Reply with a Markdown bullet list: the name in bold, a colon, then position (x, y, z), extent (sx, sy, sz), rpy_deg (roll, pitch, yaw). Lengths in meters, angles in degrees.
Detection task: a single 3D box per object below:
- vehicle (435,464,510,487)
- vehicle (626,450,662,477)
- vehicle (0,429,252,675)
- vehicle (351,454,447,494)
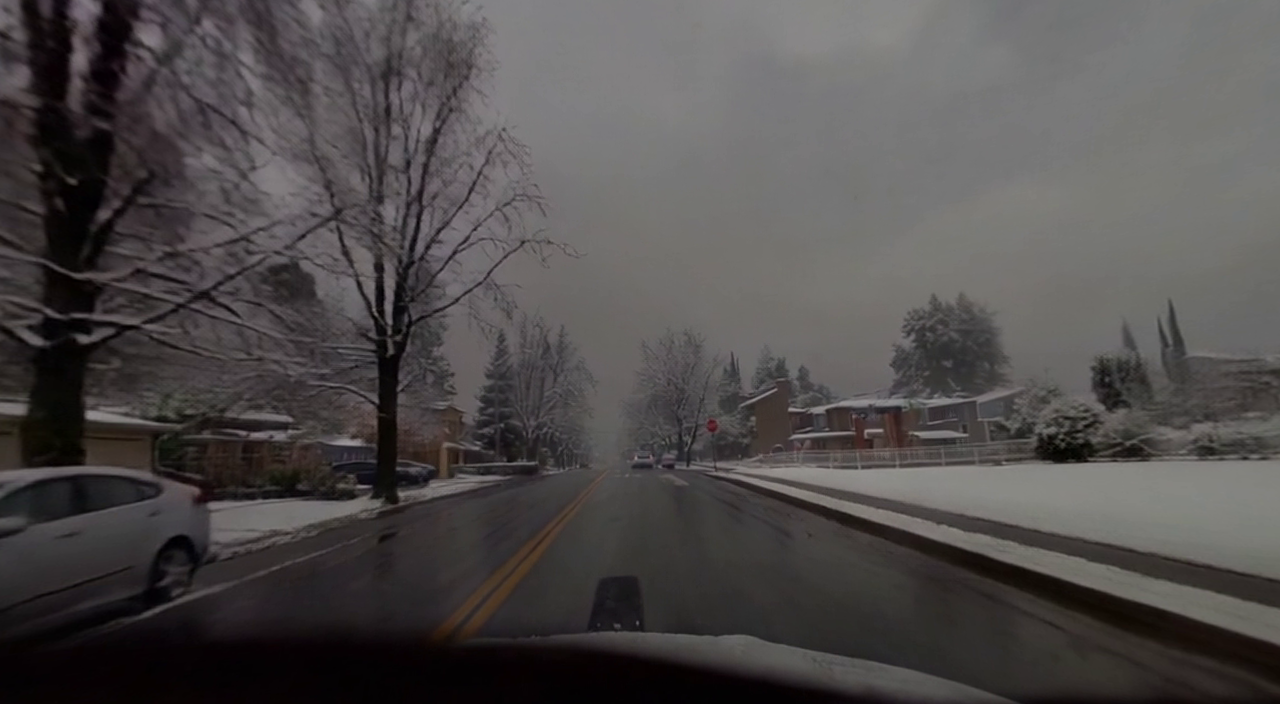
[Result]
- **vehicle**: position (-11.918, 8.800, 45.080), extent (4.676, 1.484, 2.068), rpy_deg (-2, -9, 13)
- **vehicle**: position (0.158, 6.695, 38.151), extent (2.022, 1.481, 4.050), rpy_deg (0, -9, -2)
- **vehicle**: position (-5.790, 1.710, 5.621), extent (2.027, 1.803, 4.306), rpy_deg (-4, -9, -1)
- **vehicle**: position (-16.508, 8.356, 43.457), extent (5.586, 2.532, 2.444), rpy_deg (-2, -9, 9)
